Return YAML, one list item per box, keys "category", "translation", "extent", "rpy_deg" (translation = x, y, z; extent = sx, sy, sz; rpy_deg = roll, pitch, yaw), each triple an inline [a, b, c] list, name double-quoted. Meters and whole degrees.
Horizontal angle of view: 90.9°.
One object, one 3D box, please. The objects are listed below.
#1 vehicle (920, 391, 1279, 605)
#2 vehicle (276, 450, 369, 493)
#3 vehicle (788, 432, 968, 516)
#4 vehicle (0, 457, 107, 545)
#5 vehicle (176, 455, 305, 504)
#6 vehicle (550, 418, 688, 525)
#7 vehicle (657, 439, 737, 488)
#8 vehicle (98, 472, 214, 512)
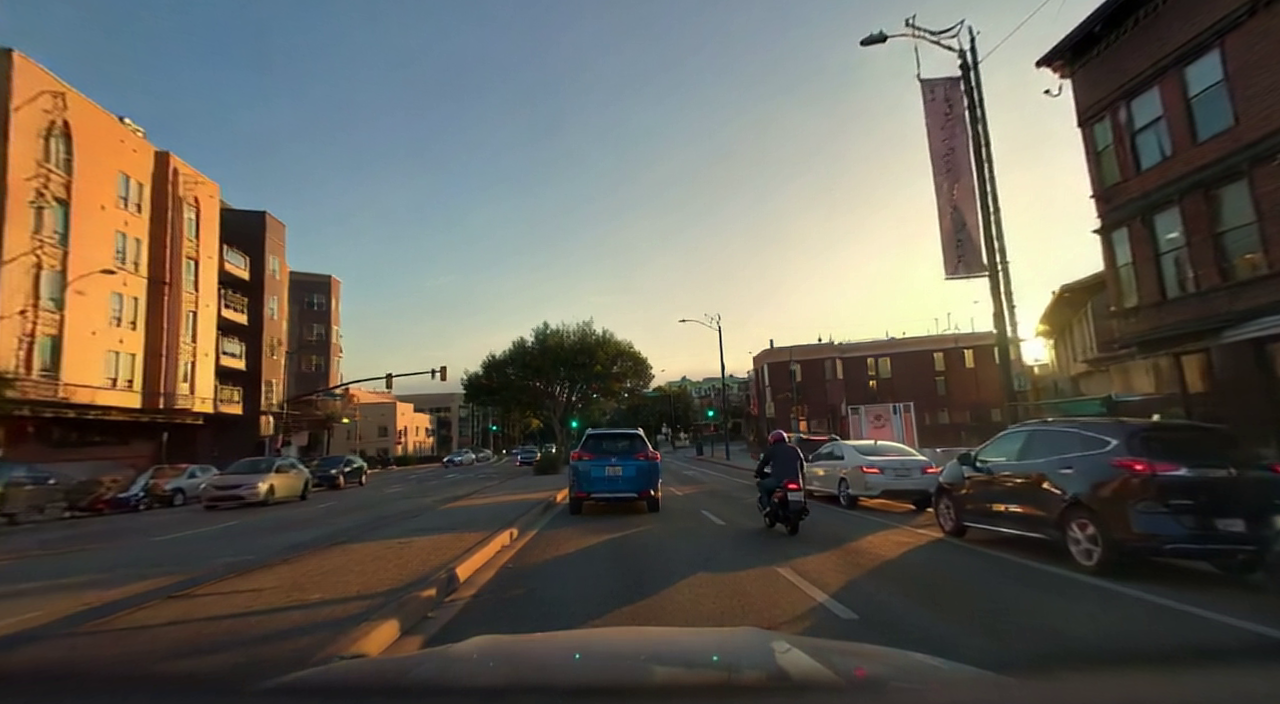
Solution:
- category: "vehicle"
  translation: [5.336, 1.488, 7.269]
  extent: [2.094, 1.719, 4.150]
  rpy_deg: [0, -9, -3]
- category: "vehicle"
  translation: [-15.086, 5.678, 30.367]
  extent: [2.267, 1.831, 4.702]
  rpy_deg: [0, -9, -4]
- category: "vehicle"
  translation: [4.958, 2.608, 14.001]
  extent: [2.012, 1.532, 4.565]
  rpy_deg: [0, -9, -3]
- category: "vehicle"
  translation: [-13.798, 3.039, 12.810]
  extent: [1.880, 1.702, 4.719]
  rpy_deg: [0, -9, -2]
- category: "vehicle"
  translation: [-18.336, 5.850, 29.470]
  extent: [2.400, 1.913, 6.066]
  rpy_deg: [0, -9, -4]
- category: "vehicle"
  translation: [-0.416, 2.290, 12.579]
  extent: [2.265, 1.748, 4.130]
  rpy_deg: [0, -9, -2]
- category: "vehicle"
  translation: [1.835, 3.783, 21.726]
  extent: [2.101, 1.507, 4.355]
  rpy_deg: [0, -9, -3]
- category: "vehicle"
  translation: [-21.929, 6.322, 28.812]
  extent: [1.983, 1.474, 4.364]
  rpy_deg: [0, -9, -3]
